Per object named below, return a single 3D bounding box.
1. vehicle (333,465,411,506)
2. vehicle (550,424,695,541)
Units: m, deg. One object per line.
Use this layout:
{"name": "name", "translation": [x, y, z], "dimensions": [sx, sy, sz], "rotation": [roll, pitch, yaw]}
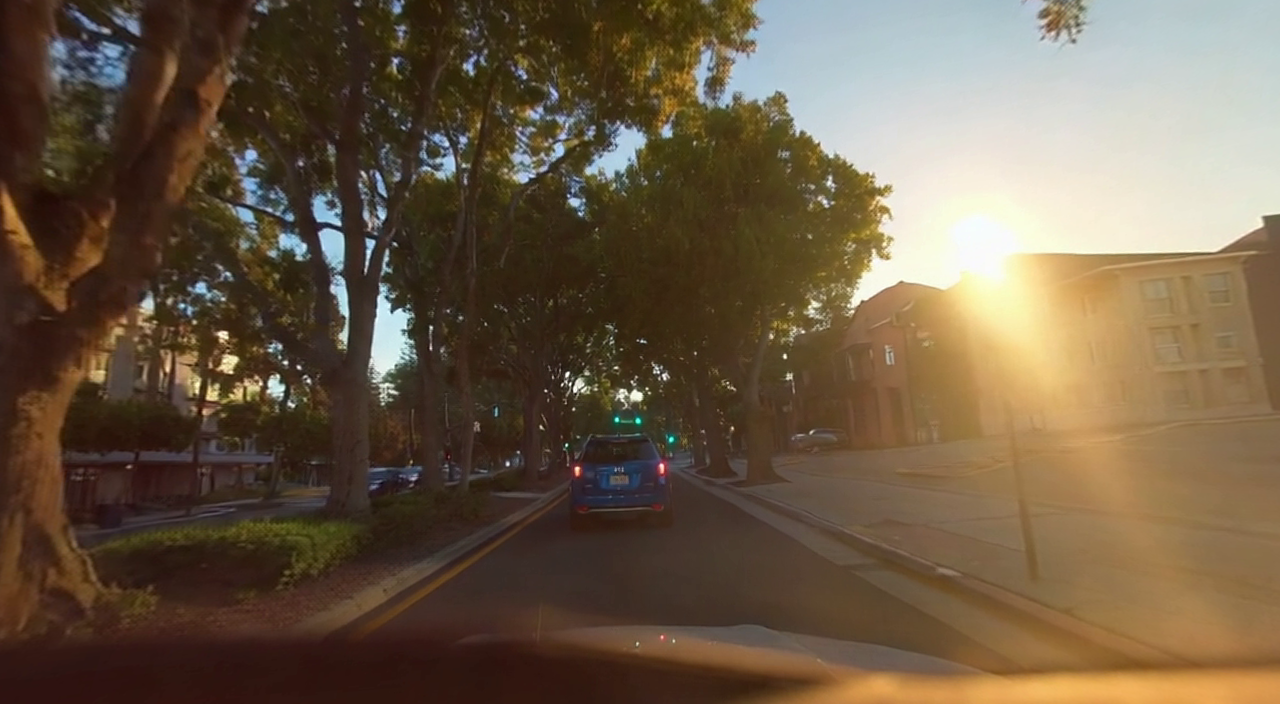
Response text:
{"name": "vehicle", "translation": [-12.178, 6.069, 29.036], "dimensions": [1.714, 1.578, 4.218], "rotation": [0, -9, 0]}
{"name": "vehicle", "translation": [-0.274, 2.228, 11.344], "dimensions": [2.136, 1.703, 3.910], "rotation": [0, -9, -1]}
